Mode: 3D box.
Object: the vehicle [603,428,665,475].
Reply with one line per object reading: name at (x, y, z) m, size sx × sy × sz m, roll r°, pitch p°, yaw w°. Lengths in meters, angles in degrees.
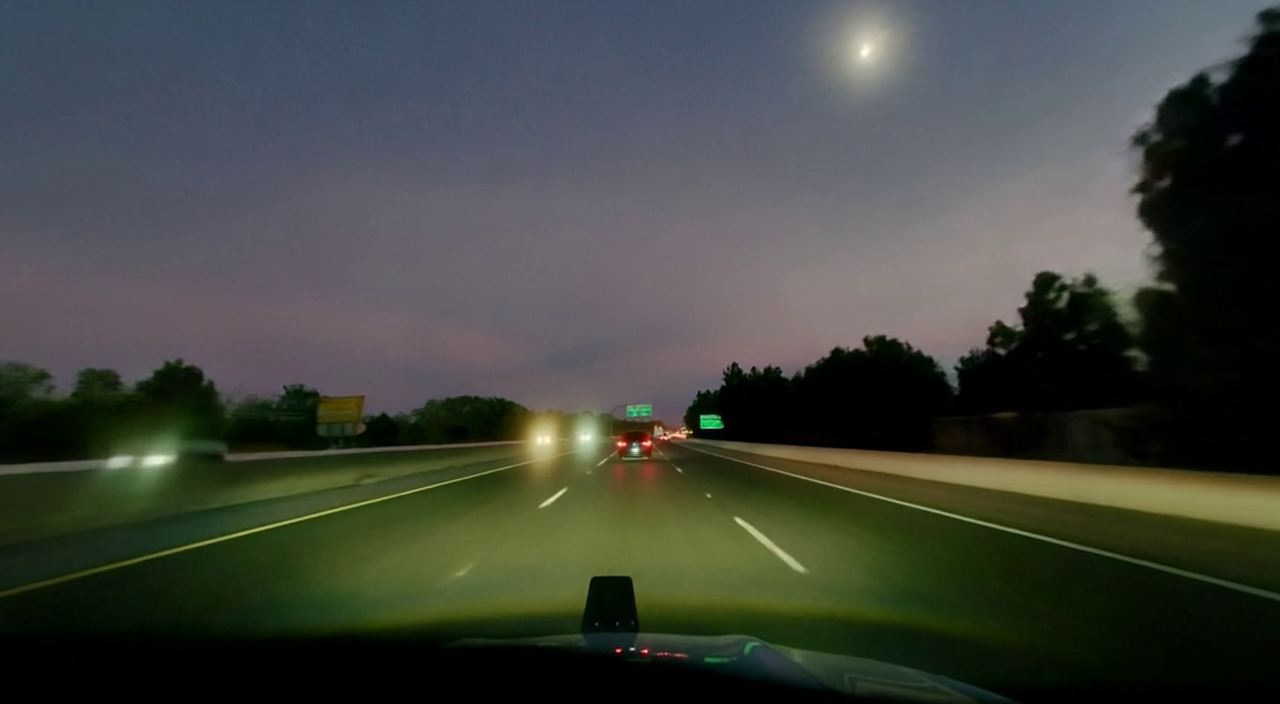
vehicle at (-0.225, 3.634, 23.239) m, size 2.094 × 1.600 × 3.666 m, roll 0°, pitch -8°, yaw -1°
